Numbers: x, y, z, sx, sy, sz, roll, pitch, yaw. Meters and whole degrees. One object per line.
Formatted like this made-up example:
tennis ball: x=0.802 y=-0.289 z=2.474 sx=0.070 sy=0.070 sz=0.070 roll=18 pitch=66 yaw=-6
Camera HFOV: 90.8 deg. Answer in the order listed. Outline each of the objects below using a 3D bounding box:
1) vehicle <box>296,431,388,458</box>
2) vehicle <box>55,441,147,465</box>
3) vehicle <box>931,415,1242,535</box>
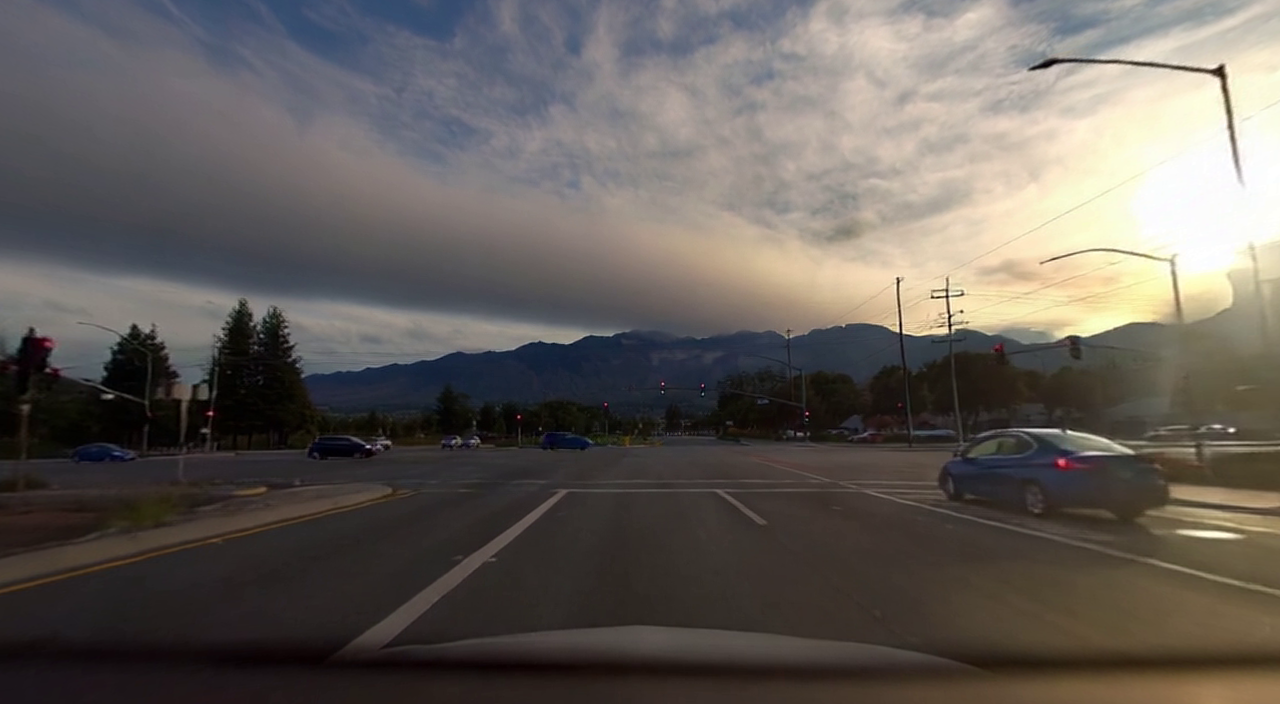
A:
vehicle: x=-20.541 y=6.405 z=43.778 sx=5.228 sy=1.805 sz=2.246 roll=2 pitch=-9 yaw=-11
vehicle: x=-35.803 y=6.722 z=42.050 sx=4.218 sy=1.542 sz=2.044 roll=0 pitch=-8 yaw=-1
vehicle: x=7.010 y=1.977 z=10.754 sx=1.899 sy=1.570 sz=4.666 roll=0 pitch=-8 yaw=0
